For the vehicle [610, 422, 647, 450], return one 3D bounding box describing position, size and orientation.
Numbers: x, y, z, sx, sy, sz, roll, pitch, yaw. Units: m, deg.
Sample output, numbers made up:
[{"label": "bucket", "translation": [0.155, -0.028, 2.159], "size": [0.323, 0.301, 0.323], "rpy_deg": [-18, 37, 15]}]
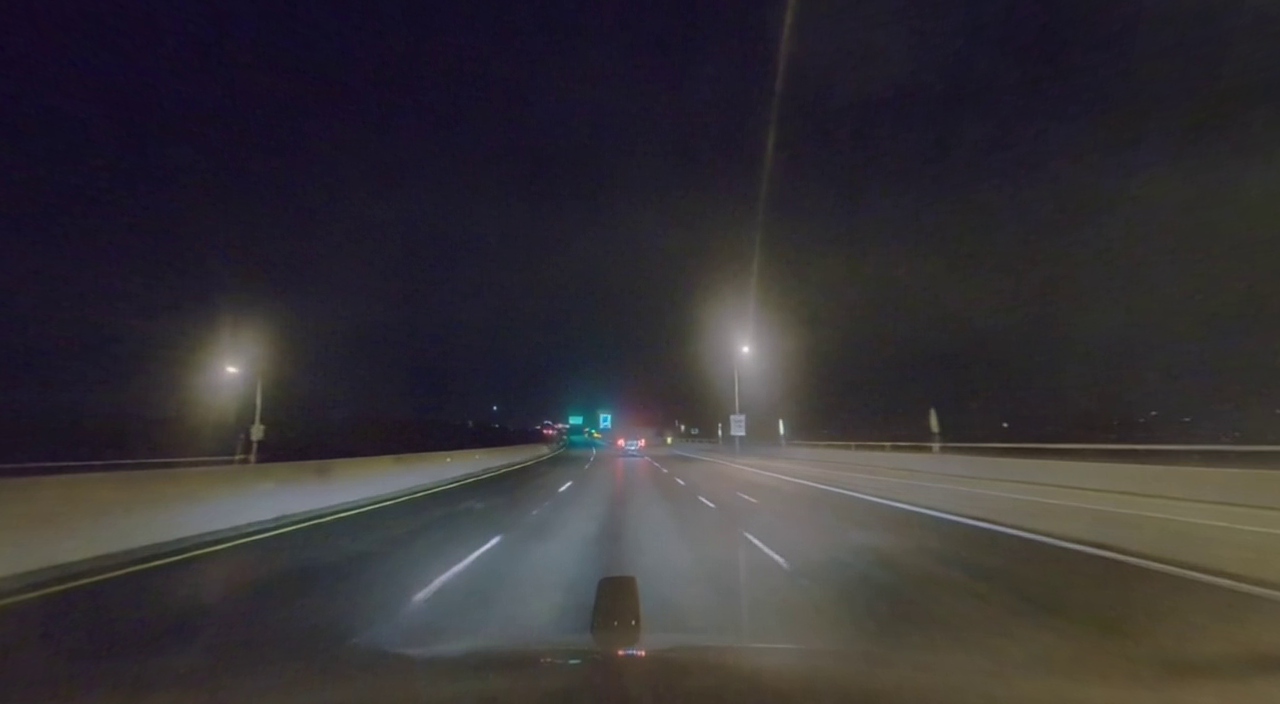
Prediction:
[{"label": "vehicle", "translation": [-0.773, 5.269, 39.520], "size": [2.157, 1.647, 4.524], "rpy_deg": [0, -8, -3]}]
